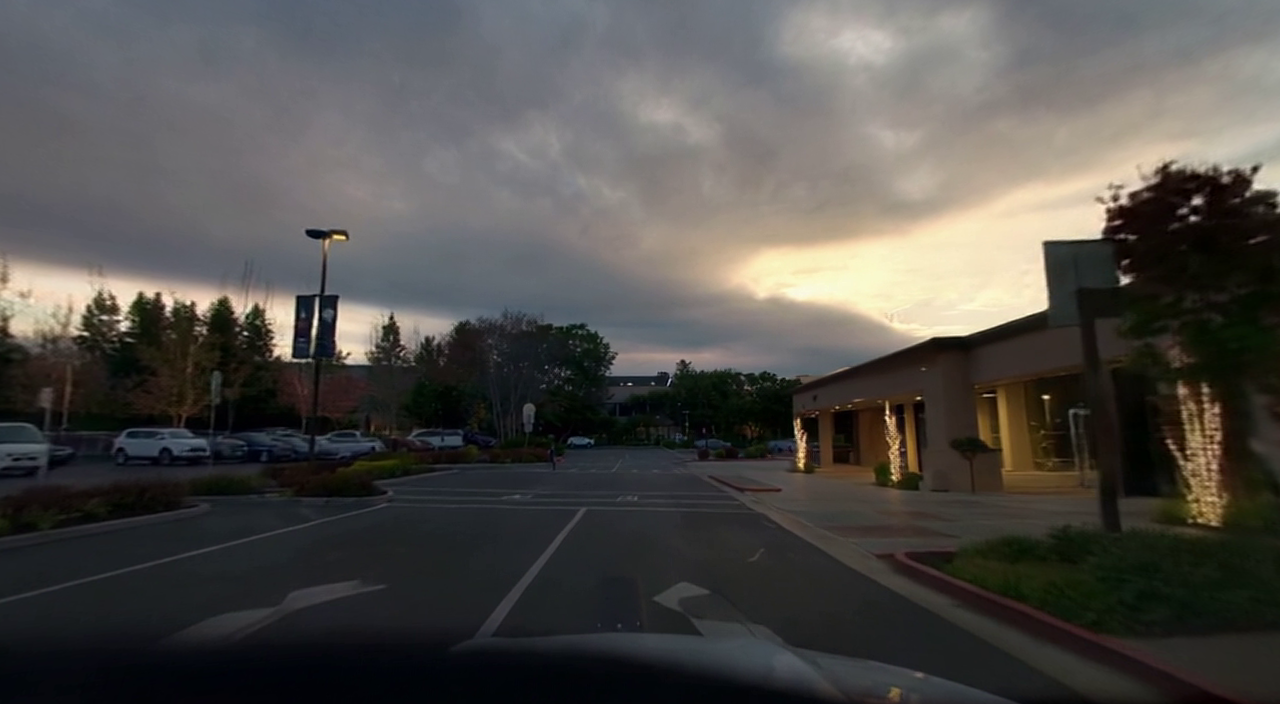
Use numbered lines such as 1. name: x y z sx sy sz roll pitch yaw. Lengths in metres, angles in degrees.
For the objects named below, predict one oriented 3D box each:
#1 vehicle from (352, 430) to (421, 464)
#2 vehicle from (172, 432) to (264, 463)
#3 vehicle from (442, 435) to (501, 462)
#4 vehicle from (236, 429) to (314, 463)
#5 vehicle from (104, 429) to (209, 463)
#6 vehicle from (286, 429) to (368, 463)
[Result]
1. vehicle: -12.998 4.915 32.724 1.892 1.597 4.259 0 -8 -2
2. vehicle: -21.377 4.868 32.210 1.909 1.474 3.908 0 -8 2
3. vehicle: -10.248 5.920 38.855 1.891 1.464 4.646 2 -8 6
4. vehicle: -18.741 4.826 32.616 1.902 1.645 3.903 0 -7 -5
5. vehicle: -24.350 4.749 32.040 1.773 1.498 4.085 3 -8 6
6. vehicle: -15.920 4.828 32.389 1.928 1.613 4.197 0 -8 2
